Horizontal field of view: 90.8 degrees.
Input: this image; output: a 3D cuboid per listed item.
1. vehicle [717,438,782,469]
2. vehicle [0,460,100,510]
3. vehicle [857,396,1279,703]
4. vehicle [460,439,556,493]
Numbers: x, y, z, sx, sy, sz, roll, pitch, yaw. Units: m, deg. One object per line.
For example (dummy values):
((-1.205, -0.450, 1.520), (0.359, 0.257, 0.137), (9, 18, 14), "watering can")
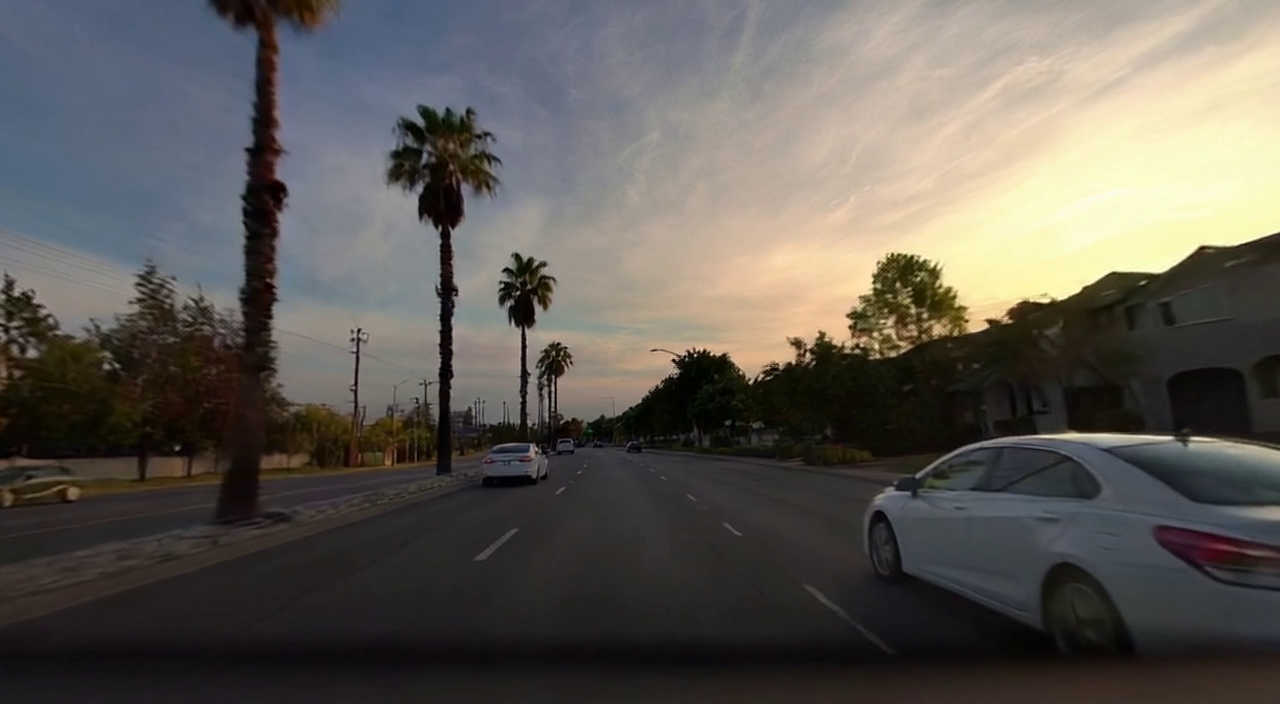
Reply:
((5.984, 5.665, 35.356), (2.169, 1.559, 5.849), (0, -9, -4), "vehicle")
((-21.485, 4.575, 21.585), (2.191, 1.482, 4.661), (-4, -8, -3), "vehicle")
((3.023, 1.056, 3.357), (1.941, 1.424, 4.720), (0, -9, -2), "vehicle")
((-3.970, 3.510, 19.847), (2.108, 1.475, 4.555), (0, -9, -1), "vehicle")
